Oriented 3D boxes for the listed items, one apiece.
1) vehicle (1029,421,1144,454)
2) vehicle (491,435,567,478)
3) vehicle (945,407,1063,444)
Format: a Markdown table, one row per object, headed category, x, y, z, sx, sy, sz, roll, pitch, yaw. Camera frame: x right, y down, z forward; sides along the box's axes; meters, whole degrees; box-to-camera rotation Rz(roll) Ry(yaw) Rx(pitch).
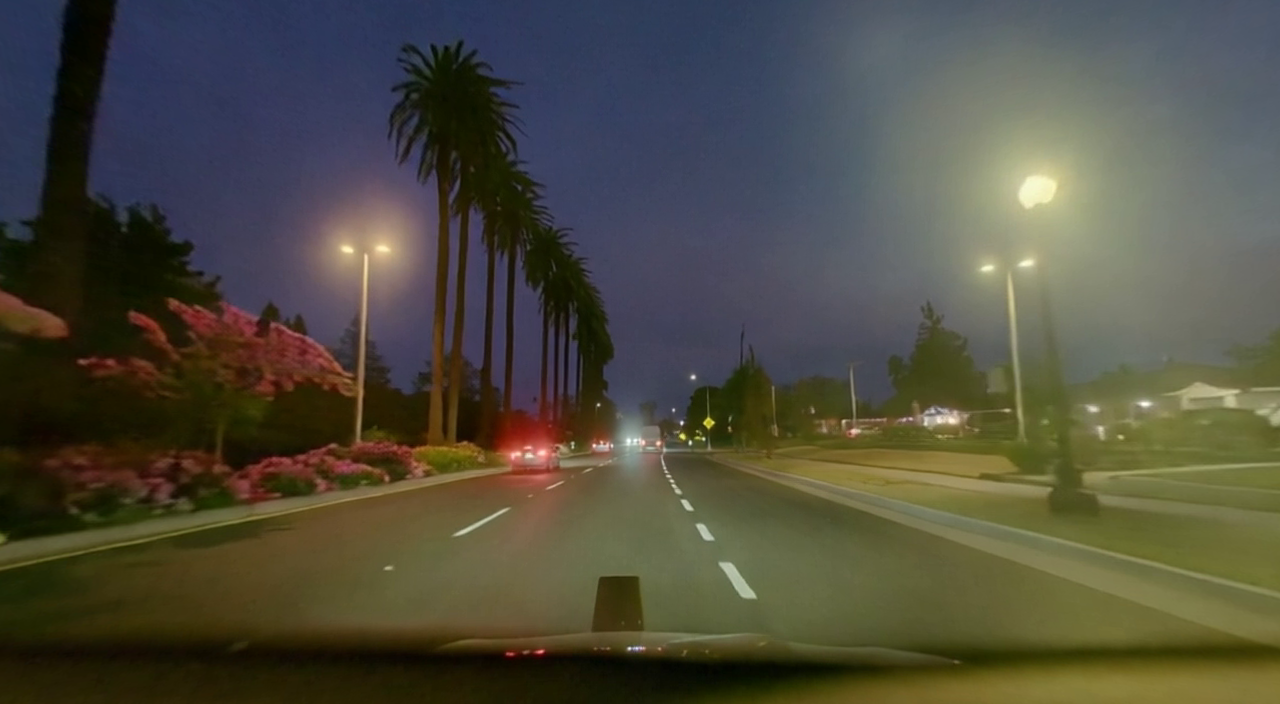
| category | x | y | z | sx | sy | sz | roll | pitch | yaw |
| --- | --- | --- | --- | --- | --- | --- | --- | --- | --- |
| vehicle | 21.562 | 4.124 | 30.459 | 4.168 | 1.489 | 1.768 | 0 | -6 | 2 |
| vehicle | -4.136 | 3.966 | 24.184 | 2.036 | 1.478 | 4.508 | 0 | -8 | 1 |
| vehicle | 21.211 | 4.339 | 36.749 | 5.458 | 2.044 | 2.299 | 0 | -8 | -2 |
